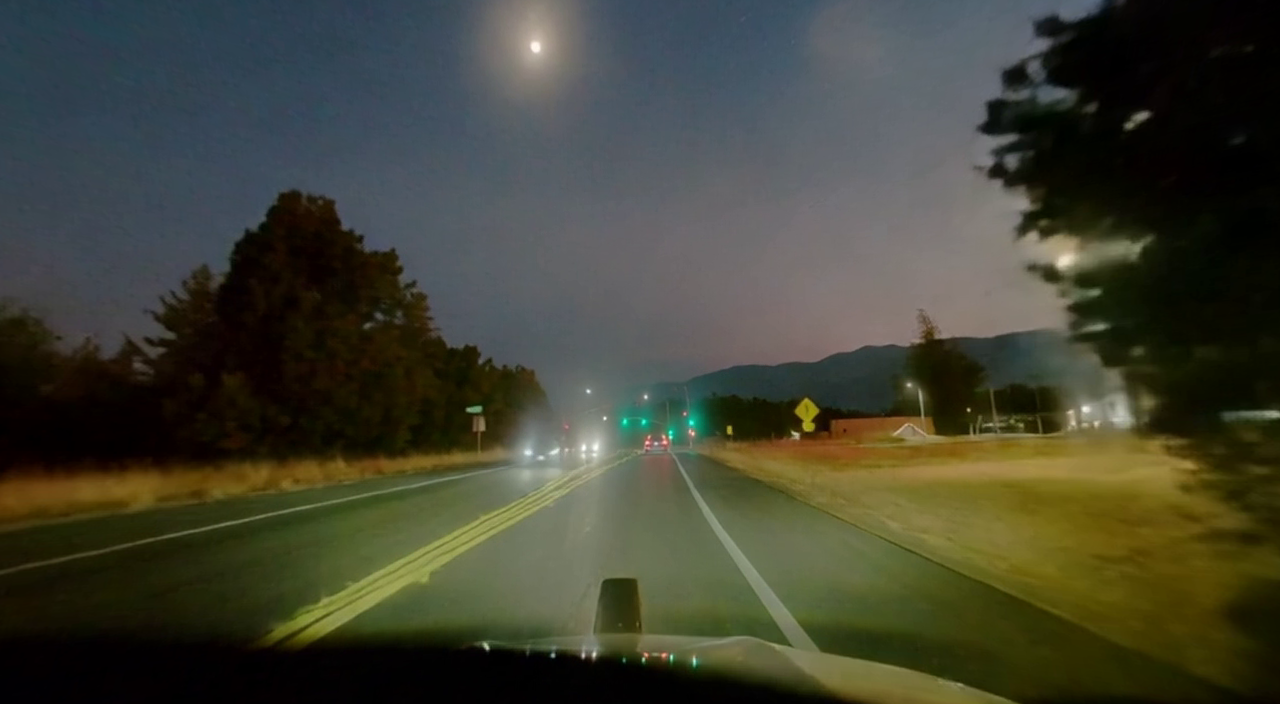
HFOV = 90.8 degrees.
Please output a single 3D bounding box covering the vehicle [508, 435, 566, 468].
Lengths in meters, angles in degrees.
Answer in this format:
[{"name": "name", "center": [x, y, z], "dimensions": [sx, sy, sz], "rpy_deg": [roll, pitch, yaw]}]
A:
[{"name": "vehicle", "center": [-4.870, 4.763, 30.388], "dimensions": [2.002, 1.455, 4.450], "rpy_deg": [0, -8, 1]}]
